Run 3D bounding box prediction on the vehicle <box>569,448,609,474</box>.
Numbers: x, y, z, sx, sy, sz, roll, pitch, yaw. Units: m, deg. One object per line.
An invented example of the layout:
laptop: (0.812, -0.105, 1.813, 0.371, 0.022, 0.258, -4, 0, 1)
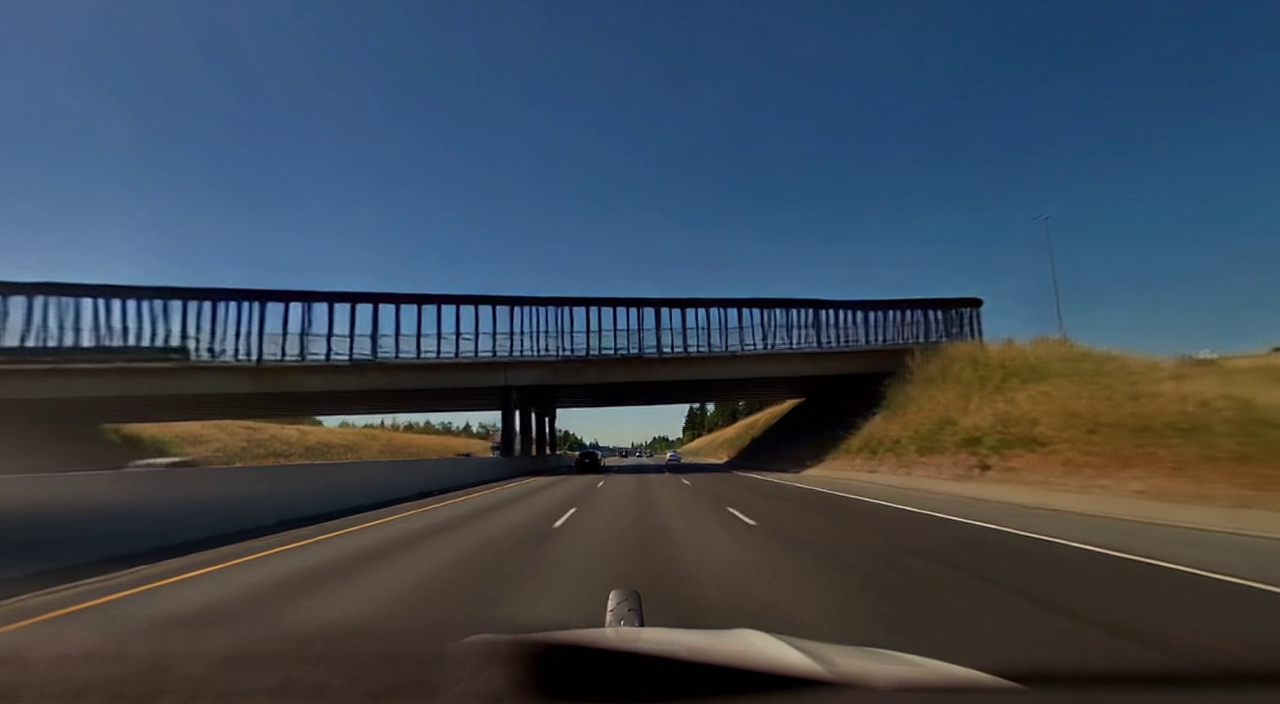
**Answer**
vehicle: (-3.238, 6.988, 40.643, 2.180, 1.537, 4.459, 0, -9, 0)
